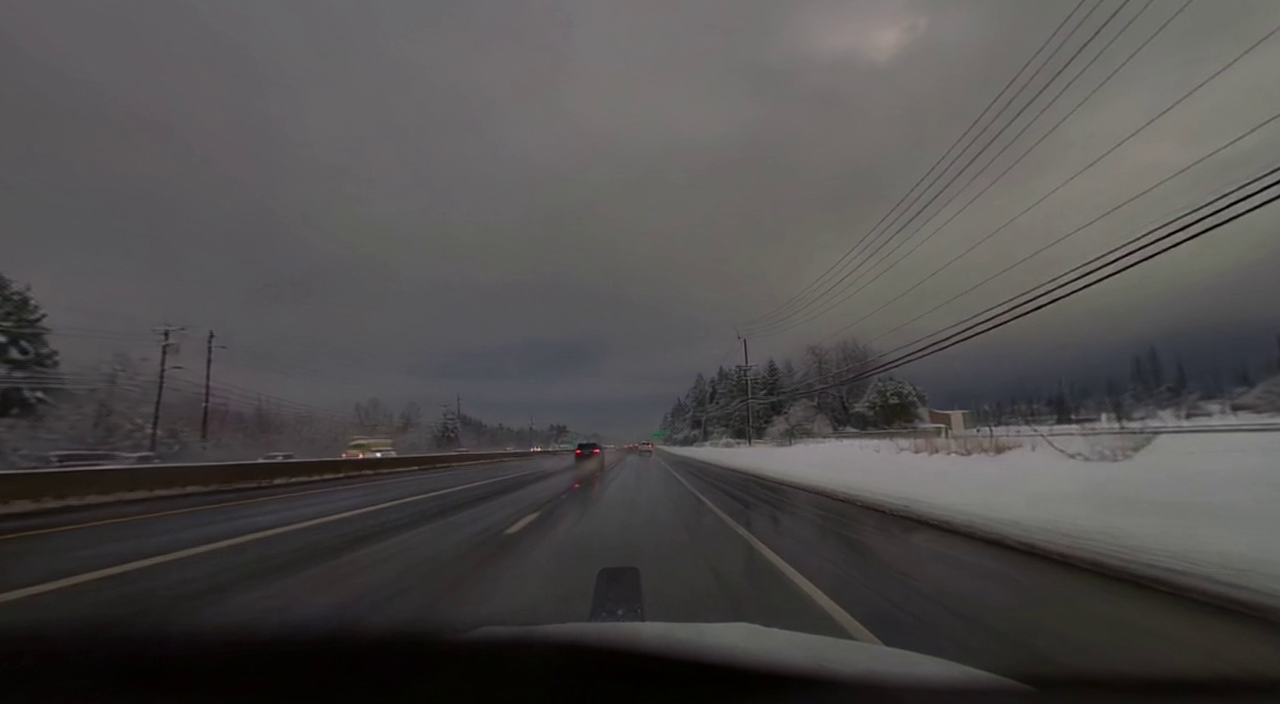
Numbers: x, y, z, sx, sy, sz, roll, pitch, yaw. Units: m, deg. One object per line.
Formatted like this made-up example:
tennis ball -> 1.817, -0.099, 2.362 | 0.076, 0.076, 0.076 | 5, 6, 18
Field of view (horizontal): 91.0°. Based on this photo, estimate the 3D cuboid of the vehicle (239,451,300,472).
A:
vehicle -> -28.274, 8.389, 48.247 | 1.821, 1.501, 4.492 | 0, -9, 1

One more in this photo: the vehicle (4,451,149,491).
vehicle -> -24.021, 5.063, 27.123 | 1.989, 1.546, 4.558 | 0, -9, 0

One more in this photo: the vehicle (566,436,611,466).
vehicle -> -3.462, 6.818, 43.527 | 2.577, 1.939, 5.408 | 0, -9, 1
